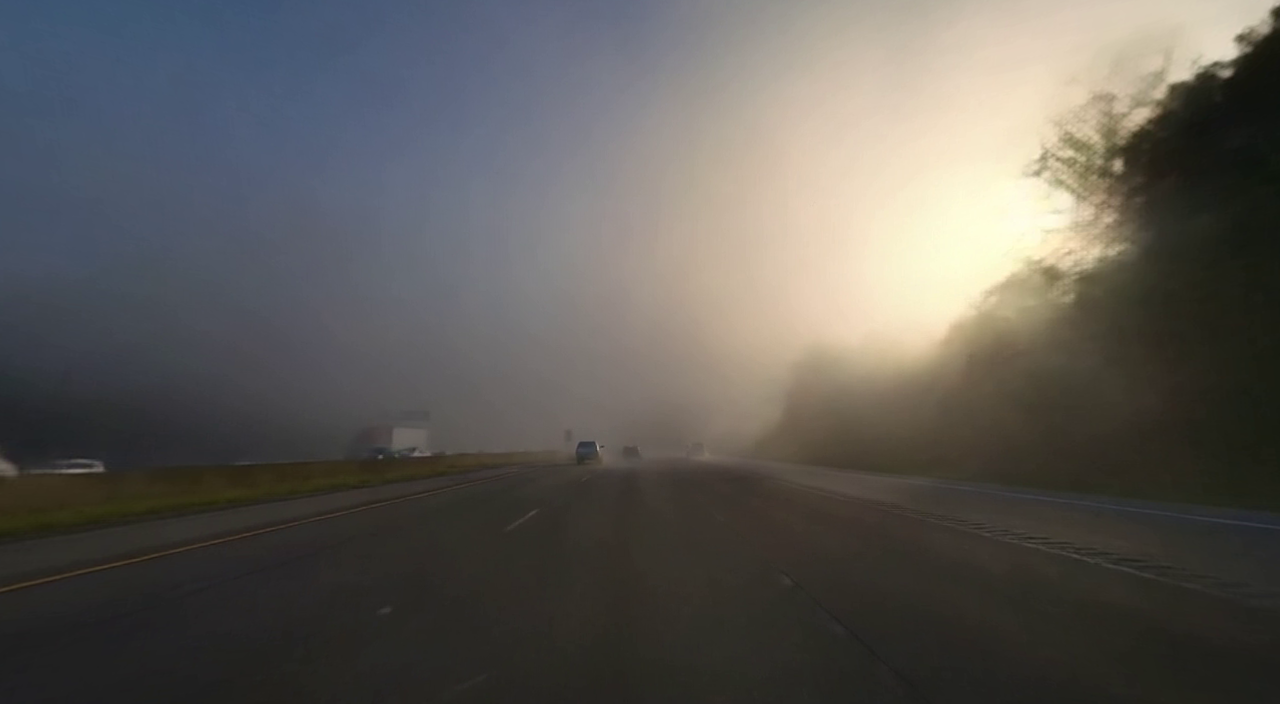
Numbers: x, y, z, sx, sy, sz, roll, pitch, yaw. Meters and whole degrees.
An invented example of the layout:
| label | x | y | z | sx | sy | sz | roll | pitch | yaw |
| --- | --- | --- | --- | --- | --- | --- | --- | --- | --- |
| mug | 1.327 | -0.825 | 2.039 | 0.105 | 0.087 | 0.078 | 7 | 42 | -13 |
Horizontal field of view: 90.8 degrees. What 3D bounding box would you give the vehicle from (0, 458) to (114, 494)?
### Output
| label | x | y | z | sx | sy | sz | roll | pitch | yaw |
| --- | --- | --- | --- | --- | --- | --- | --- | --- | --- |
| vehicle | -28.424 | 5.947 | 30.599 | 1.879 | 1.475 | 4.688 | 0 | -9 | -1 |
